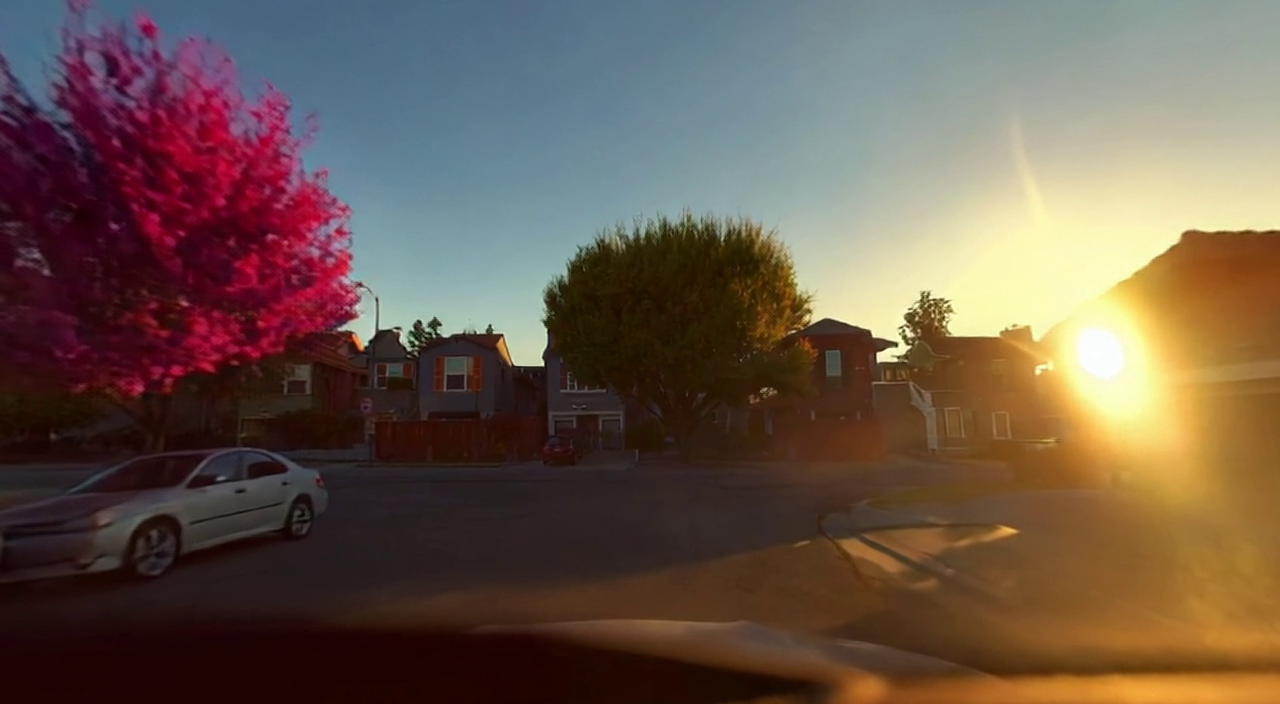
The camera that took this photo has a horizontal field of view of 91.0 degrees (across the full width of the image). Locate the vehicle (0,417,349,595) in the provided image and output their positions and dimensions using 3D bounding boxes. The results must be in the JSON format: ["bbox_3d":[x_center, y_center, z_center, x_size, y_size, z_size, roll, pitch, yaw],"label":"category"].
[{"bbox_3d":[-6.061,1.861,8.601,2.087,1.697,4.892,0,-9,-4],"label":"vehicle"}]

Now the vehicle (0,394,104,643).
[{"bbox_3d":[-5.765,0.974,2.989,2.139,1.783,4.717,0,-9,2],"label":"vehicle"}]

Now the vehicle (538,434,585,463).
[{"bbox_3d":[-4.321,5.409,35.422,1.968,1.491,4.486,0,-9,2],"label":"vehicle"}]
